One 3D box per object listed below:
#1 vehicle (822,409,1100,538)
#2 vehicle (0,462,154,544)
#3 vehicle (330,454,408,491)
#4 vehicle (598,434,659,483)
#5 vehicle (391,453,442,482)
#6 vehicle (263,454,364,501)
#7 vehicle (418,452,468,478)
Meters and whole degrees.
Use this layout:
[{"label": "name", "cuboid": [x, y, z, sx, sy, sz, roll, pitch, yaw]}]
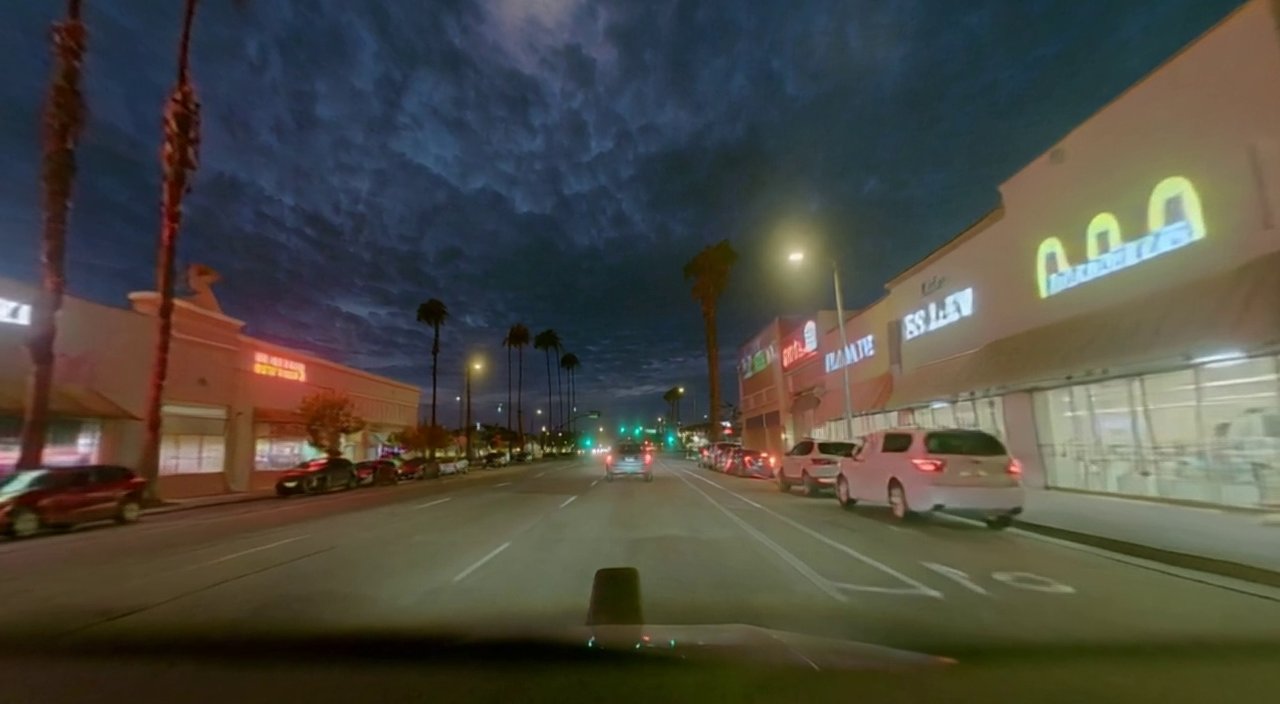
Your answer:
[{"label": "vehicle", "cuboid": [5.691, 2.265, 12.448, 2.430, 1.924, 5.779, 0, -8, 0]}, {"label": "vehicle", "cuboid": [-13.268, 3.260, 13.681, 1.968, 1.472, 4.345, -5, -8, 0]}, {"label": "vehicle", "cuboid": [-13.065, 5.829, 30.683, 1.804, 1.441, 4.534, -4, -8, 0]}, {"label": "vehicle", "cuboid": [-0.413, 4.212, 25.134, 2.239, 1.763, 4.096, 0, -8, 0]}, {"label": "vehicle", "cuboid": [-13.255, 6.828, 37.487, 1.774, 1.522, 3.699, -2, -8, -1]}, {"label": "vehicle", "cuboid": [-13.282, 5.086, 25.921, 1.840, 1.521, 4.450, -5, -8, -1]}, {"label": "vehicle", "cuboid": [-13.324, 7.661, 42.822, 1.914, 1.489, 4.523, -4, -8, 0]}]
